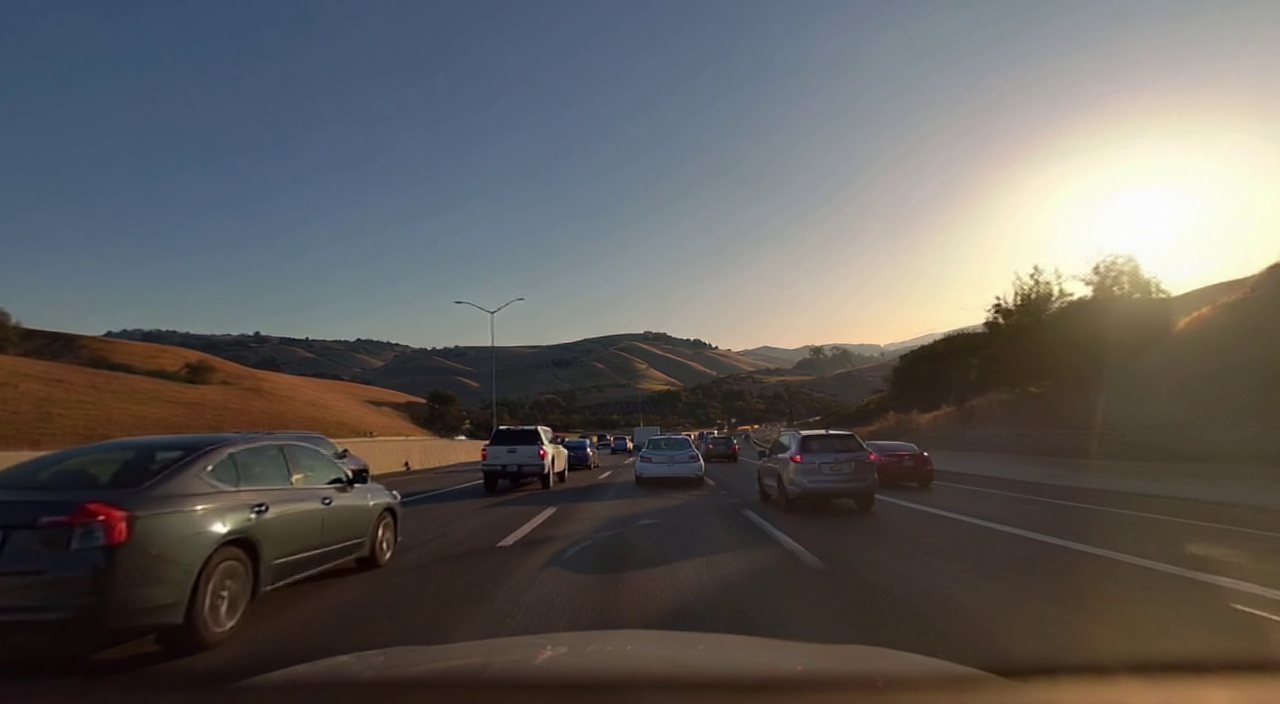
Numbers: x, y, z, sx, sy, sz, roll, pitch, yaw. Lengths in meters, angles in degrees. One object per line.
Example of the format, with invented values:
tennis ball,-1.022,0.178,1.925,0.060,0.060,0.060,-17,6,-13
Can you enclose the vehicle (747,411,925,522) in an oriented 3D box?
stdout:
vehicle,3.526,2.157,12.400,2.046,1.765,4.534,0,-8,0

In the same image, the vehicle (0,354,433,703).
vehicle,-3.604,1.181,5.202,2.179,1.723,4.410,0,-8,1

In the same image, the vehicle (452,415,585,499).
vehicle,-3.037,2.810,17.259,2.301,1.902,5.374,0,-8,3

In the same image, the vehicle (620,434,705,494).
vehicle,0.634,3.110,17.909,2.105,1.471,4.349,0,-8,2
